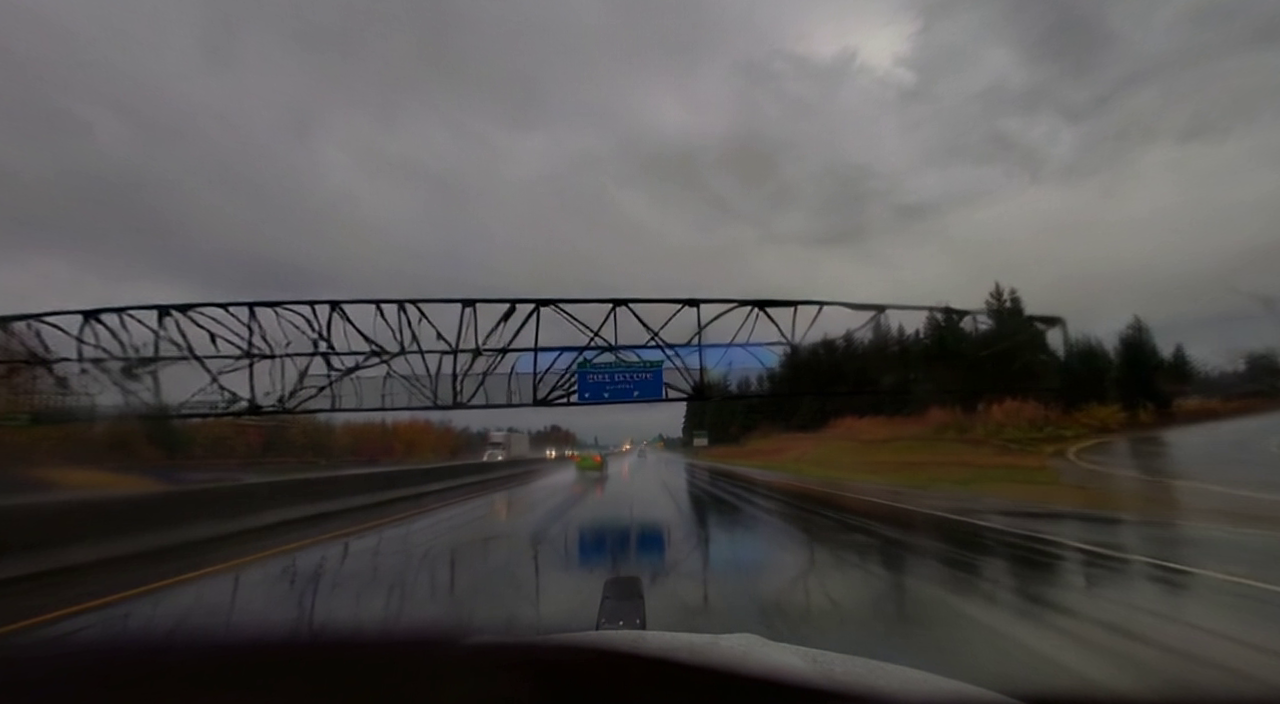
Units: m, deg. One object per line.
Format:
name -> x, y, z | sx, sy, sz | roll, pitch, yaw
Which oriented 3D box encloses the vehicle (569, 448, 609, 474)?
vehicle -> -3.238, 6.988, 40.643 | 2.180, 1.537, 4.459 | 0, -9, 0
